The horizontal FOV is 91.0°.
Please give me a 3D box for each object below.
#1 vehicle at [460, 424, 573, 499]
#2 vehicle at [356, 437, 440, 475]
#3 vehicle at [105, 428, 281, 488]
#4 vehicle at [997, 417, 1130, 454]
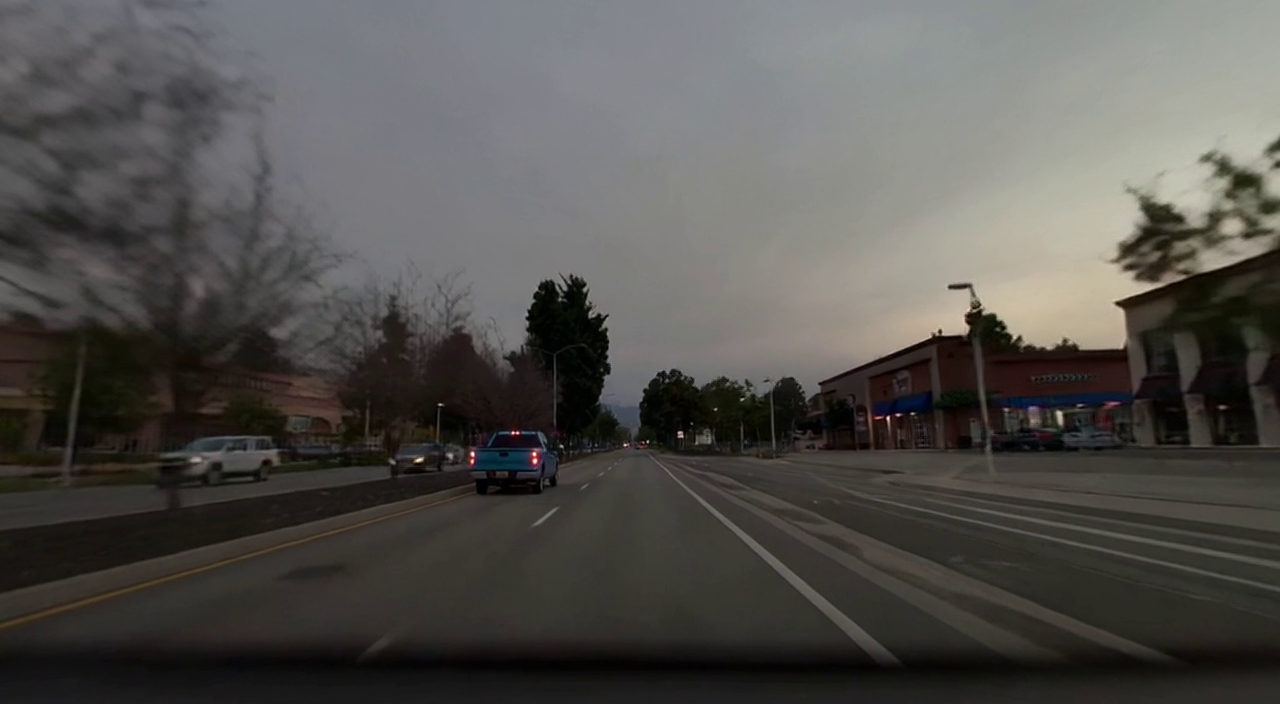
[{"bbox_3d":[-3.262,3.036,17.866,2.065,1.790,5.417,0,-8,1],"label":"vehicle"},{"bbox_3d":[-11.457,4.948,30.199,1.988,1.687,5.001,0,-8,0],"label":"vehicle"},{"bbox_3d":[-16.448,3.924,23.720,2.226,1.947,5.670,-1,-8,4],"label":"vehicle"},{"bbox_3d":[26.055,5.184,38.886,6.324,1.986,2.478,-2,-9,0],"label":"vehicle"}]
